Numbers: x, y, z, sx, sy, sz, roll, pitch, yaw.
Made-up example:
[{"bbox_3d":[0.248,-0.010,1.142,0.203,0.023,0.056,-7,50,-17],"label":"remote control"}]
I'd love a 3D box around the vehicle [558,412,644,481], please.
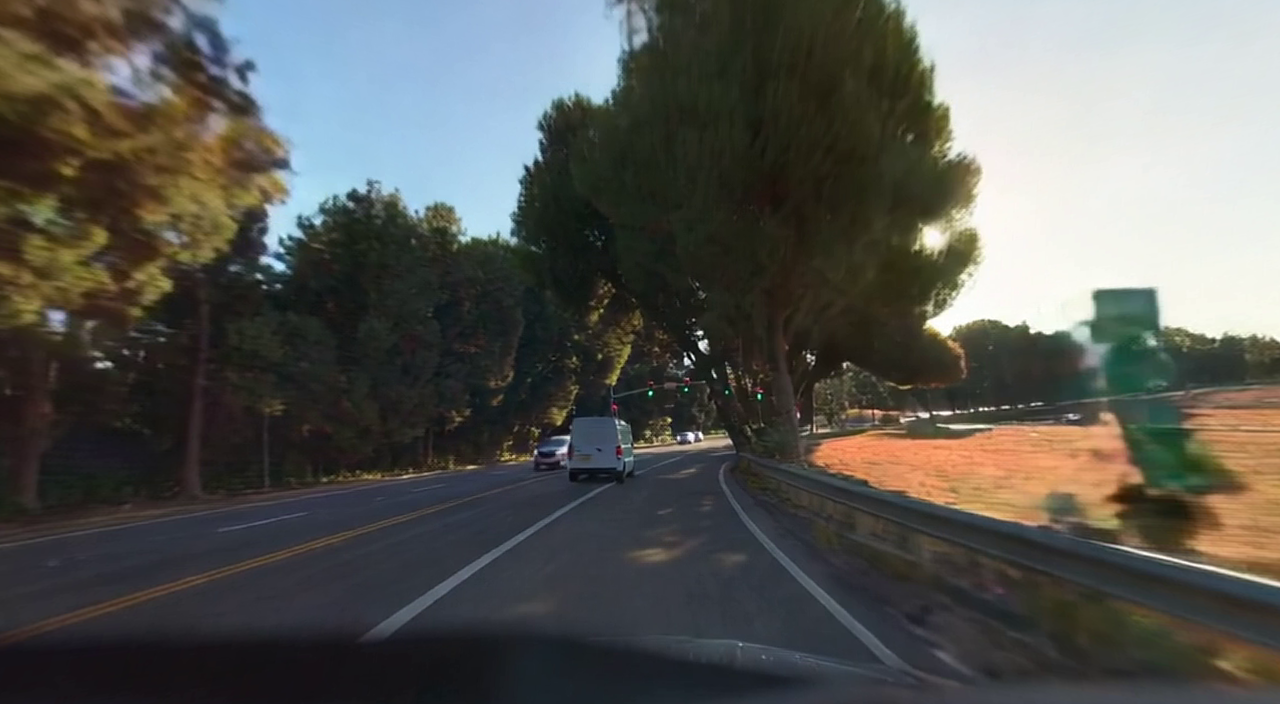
[{"bbox_3d":[-1.244,3.411,22.762,2.362,2.185,5.212,-1,-8,5],"label":"vehicle"}]
